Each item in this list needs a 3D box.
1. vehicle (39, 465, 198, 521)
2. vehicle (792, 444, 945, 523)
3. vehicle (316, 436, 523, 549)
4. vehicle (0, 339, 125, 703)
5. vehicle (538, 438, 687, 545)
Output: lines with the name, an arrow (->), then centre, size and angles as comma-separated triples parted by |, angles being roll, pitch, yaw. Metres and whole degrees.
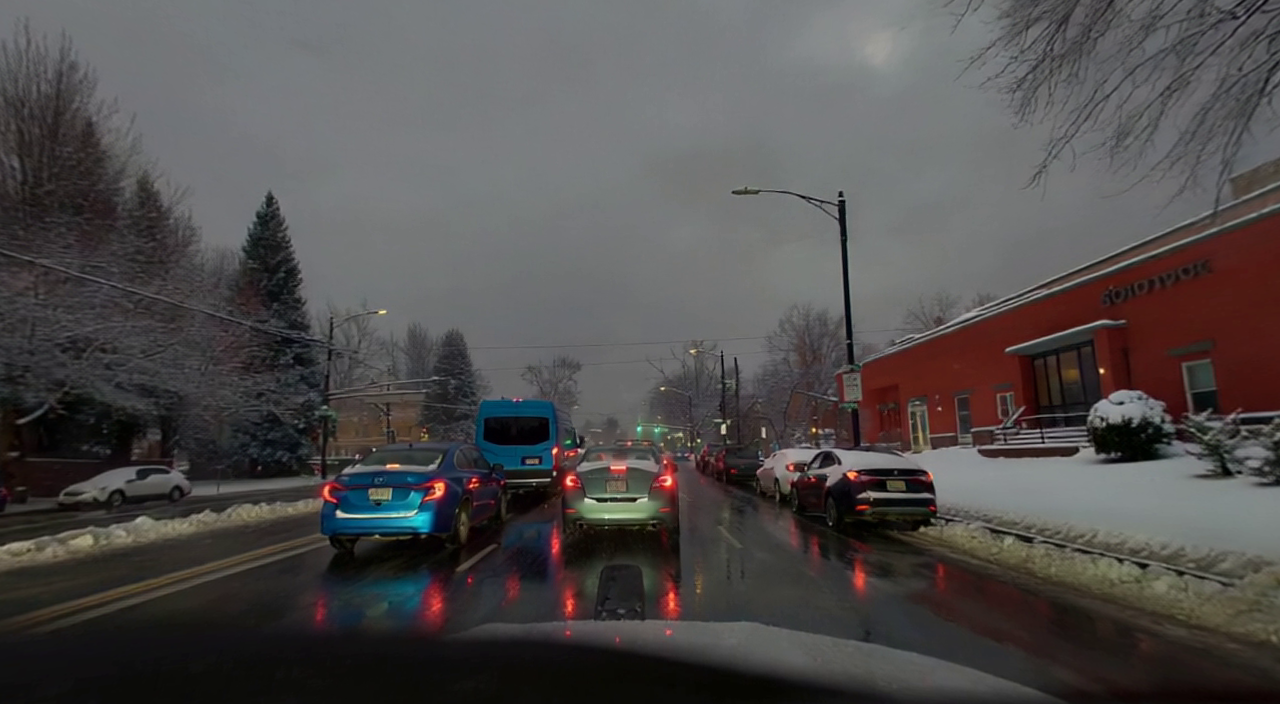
vehicle -> -17.876, 4.808, 21.916 | 1.802, 1.609, 4.284 | 0, -9, 0
vehicle -> 4.899, 2.853, 14.184 | 1.832, 1.491, 4.054 | 1, -9, -1
vehicle -> -3.533, 2.319, 11.137 | 1.995, 1.554, 4.426 | 0, -9, 1
vehicle -> -3.698, 0.559, 0.744 | 2.140, 1.768, 4.685 | 0, -9, 1
vehicle -> -0.393, 2.342, 11.229 | 2.152, 1.518, 4.113 | 0, -9, 0
